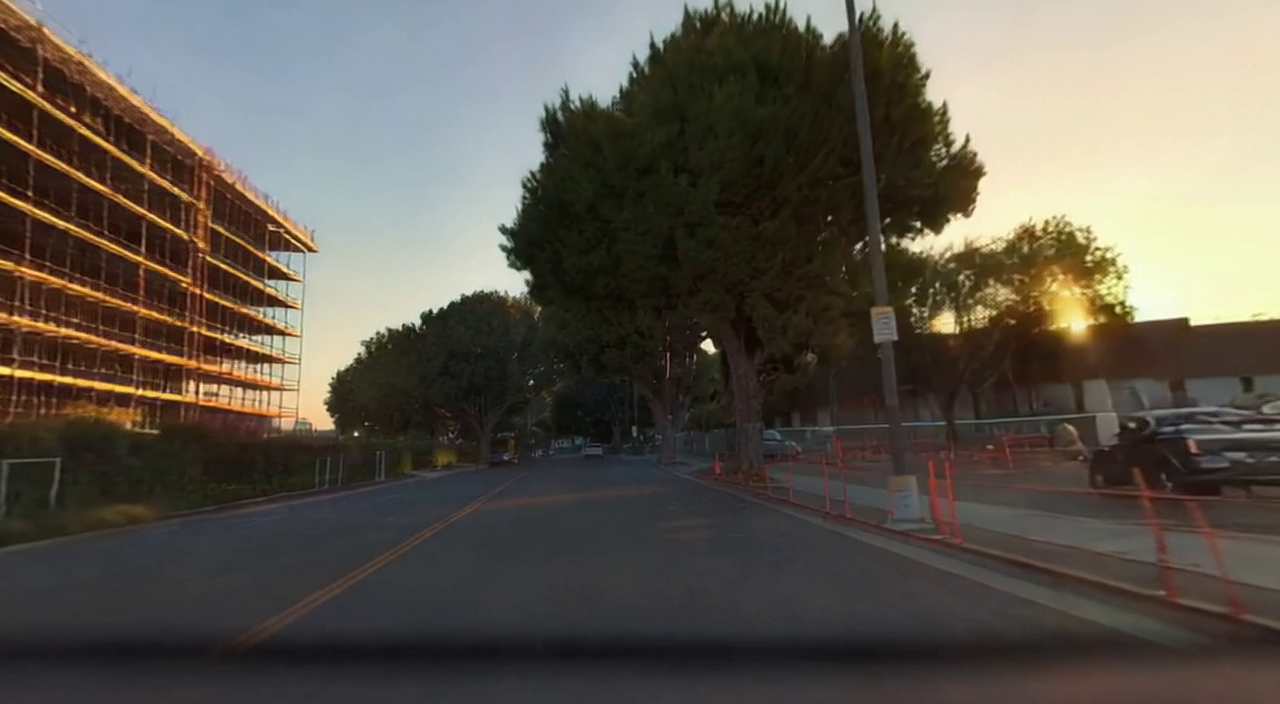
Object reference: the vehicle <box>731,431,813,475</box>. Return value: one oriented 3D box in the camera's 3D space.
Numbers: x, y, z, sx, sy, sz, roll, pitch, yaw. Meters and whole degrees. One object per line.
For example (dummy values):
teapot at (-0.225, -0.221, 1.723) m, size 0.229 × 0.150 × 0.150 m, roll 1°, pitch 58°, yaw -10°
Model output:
vehicle at (6.242, 4.863, 30.694) m, size 2.267 × 1.911 × 5.816 m, roll 1°, pitch -9°, yaw -5°

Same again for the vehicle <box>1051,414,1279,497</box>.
vehicle at (11.000, 2.033, 12.505) m, size 4.392 × 1.478 × 1.932 m, roll 1°, pitch -9°, yaw -4°
